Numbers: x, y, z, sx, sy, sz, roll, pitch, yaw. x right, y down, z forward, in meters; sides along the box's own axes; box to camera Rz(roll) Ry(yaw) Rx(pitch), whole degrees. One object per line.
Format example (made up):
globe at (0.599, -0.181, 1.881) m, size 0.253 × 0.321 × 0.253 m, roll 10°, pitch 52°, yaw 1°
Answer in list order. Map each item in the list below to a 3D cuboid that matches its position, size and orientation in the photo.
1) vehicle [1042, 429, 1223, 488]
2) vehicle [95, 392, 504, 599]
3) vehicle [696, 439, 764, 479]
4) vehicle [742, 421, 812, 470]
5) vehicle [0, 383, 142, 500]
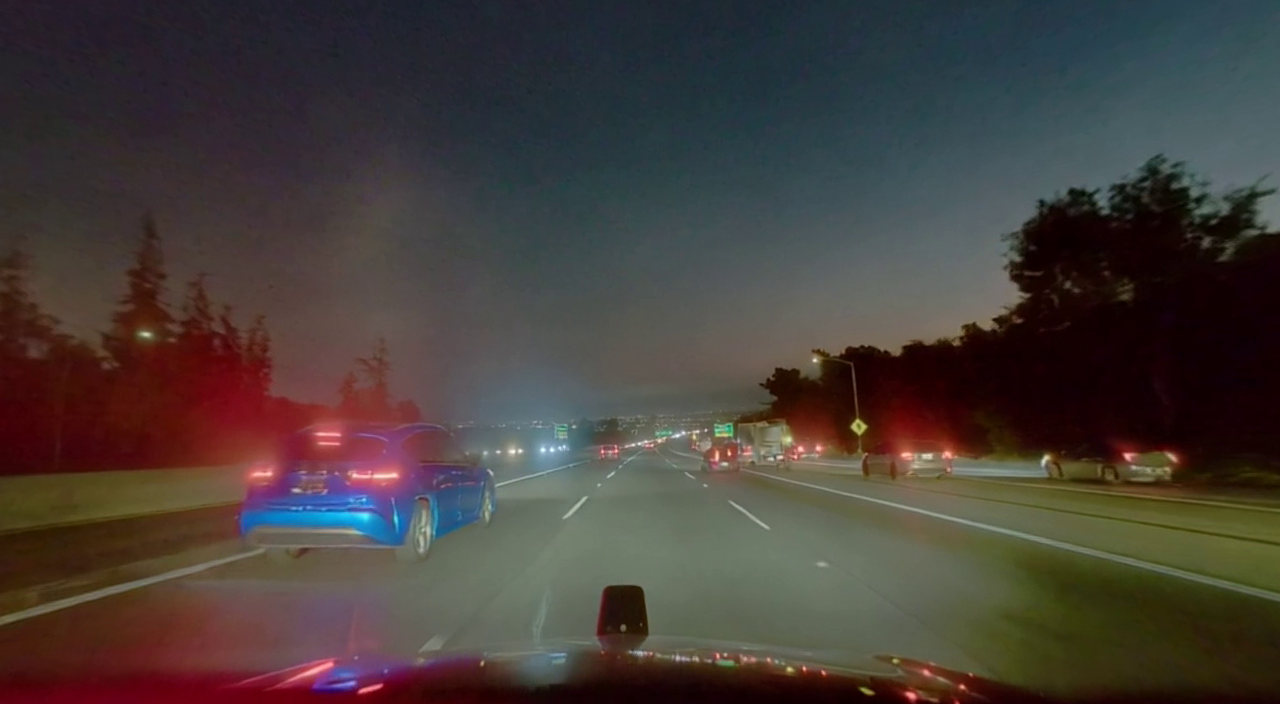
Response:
vehicle at (18.914, 4.119, 24.740) m, size 2.221 × 1.995 × 5.803 m, roll 0°, pitch -9°, yaw -2°
vehicle at (-3.514, 1.627, 8.109) m, size 2.218 × 1.764 × 5.229 m, roll 0°, pitch -9°, yaw 2°
vehicle at (3.623, 4.419, 26.274) m, size 2.080 × 1.493 × 4.674 m, roll 0°, pitch -9°, yaw -1°
vehicle at (7.830, 5.418, 36.629) m, size 2.729 × 2.628 × 4.875 m, roll 0°, pitch -9°, yaw -2°
vehicle at (-23.078, 3.354, 23.558) m, size 3.009 × 3.917 × 6.945 m, roll 0°, pitch -9°, yaw 1°
